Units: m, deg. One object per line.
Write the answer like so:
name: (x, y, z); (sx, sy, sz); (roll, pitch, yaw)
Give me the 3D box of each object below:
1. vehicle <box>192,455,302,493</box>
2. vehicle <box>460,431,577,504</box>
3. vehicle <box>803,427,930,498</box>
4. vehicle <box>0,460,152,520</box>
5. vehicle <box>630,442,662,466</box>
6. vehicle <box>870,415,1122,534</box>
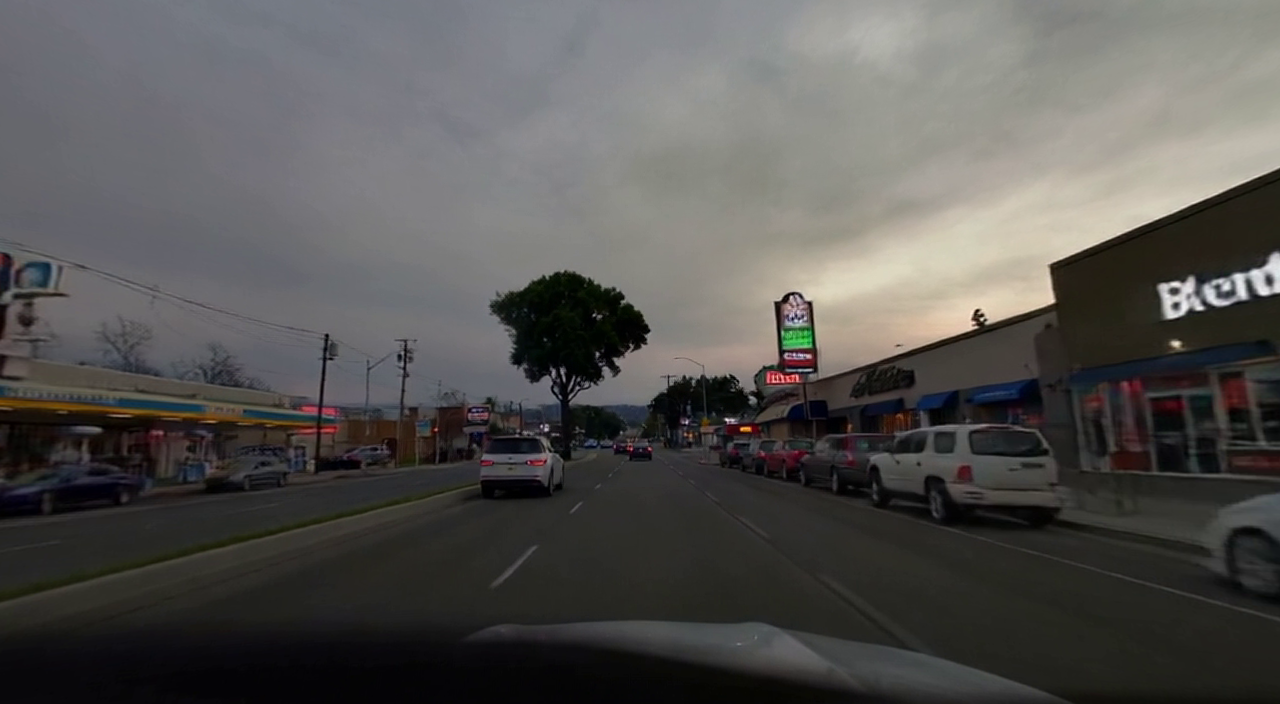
vehicle: (-17.263, 5.356, 27.999); (1.894, 1.458, 4.565); (0, -9, 1)
vehicle: (-3.003, 2.982, 16.716); (2.049, 1.646, 4.445); (-1, -9, 2)
vehicle: (6.556, 3.257, 18.951); (1.985, 1.835, 4.936); (0, -9, 0)
vehicle: (-17.270, 3.974, 18.657); (2.046, 1.458, 4.539); (0, -9, -1)
vehicle: (0.386, 6.905, 42.869); (2.037, 1.484, 4.073); (0, -9, 0)
vehicle: (6.607, 2.340, 12.668); (2.005, 1.858, 5.253); (0, -9, 0)
